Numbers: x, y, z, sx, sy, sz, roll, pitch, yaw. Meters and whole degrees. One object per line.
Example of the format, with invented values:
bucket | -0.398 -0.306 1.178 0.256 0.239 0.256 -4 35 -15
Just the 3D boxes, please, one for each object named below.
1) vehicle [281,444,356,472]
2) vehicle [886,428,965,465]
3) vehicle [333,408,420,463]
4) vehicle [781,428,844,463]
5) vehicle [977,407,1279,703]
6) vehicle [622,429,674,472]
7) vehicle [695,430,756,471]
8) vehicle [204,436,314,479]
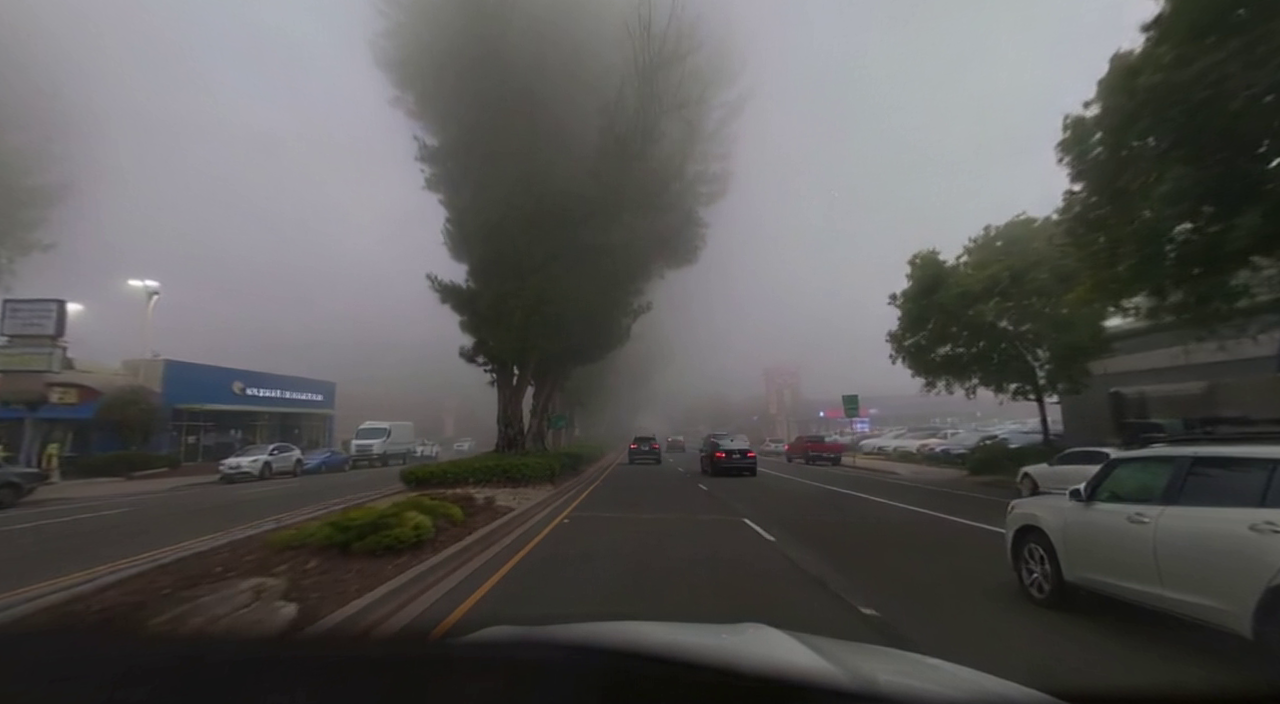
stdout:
vehicle | -18.852 6.216 37.146 1.883 1.488 5.224 0 -8 -2
vehicle | 15.279 5.096 33.966 2.012 1.817 4.970 0 -8 1
vehicle | -18.629 6.039 45.013 2.811 3.604 7.566 0 -8 1
vehicle | 10.481 5.769 38.687 2.318 1.974 5.282 0 -8 0
vehicle | 3.781 1.009 2.930 1.908 1.463 4.506 0 -8 0
vehicle | 0.331 4.263 27.283 2.098 1.682 3.778 0 -8 1
vehicle | 3.697 4.364 27.925 2.115 1.692 4.189 0 -8 0
vehicle | -18.972 5.257 31.621 2.286 1.968 5.350 0 -8 -2
